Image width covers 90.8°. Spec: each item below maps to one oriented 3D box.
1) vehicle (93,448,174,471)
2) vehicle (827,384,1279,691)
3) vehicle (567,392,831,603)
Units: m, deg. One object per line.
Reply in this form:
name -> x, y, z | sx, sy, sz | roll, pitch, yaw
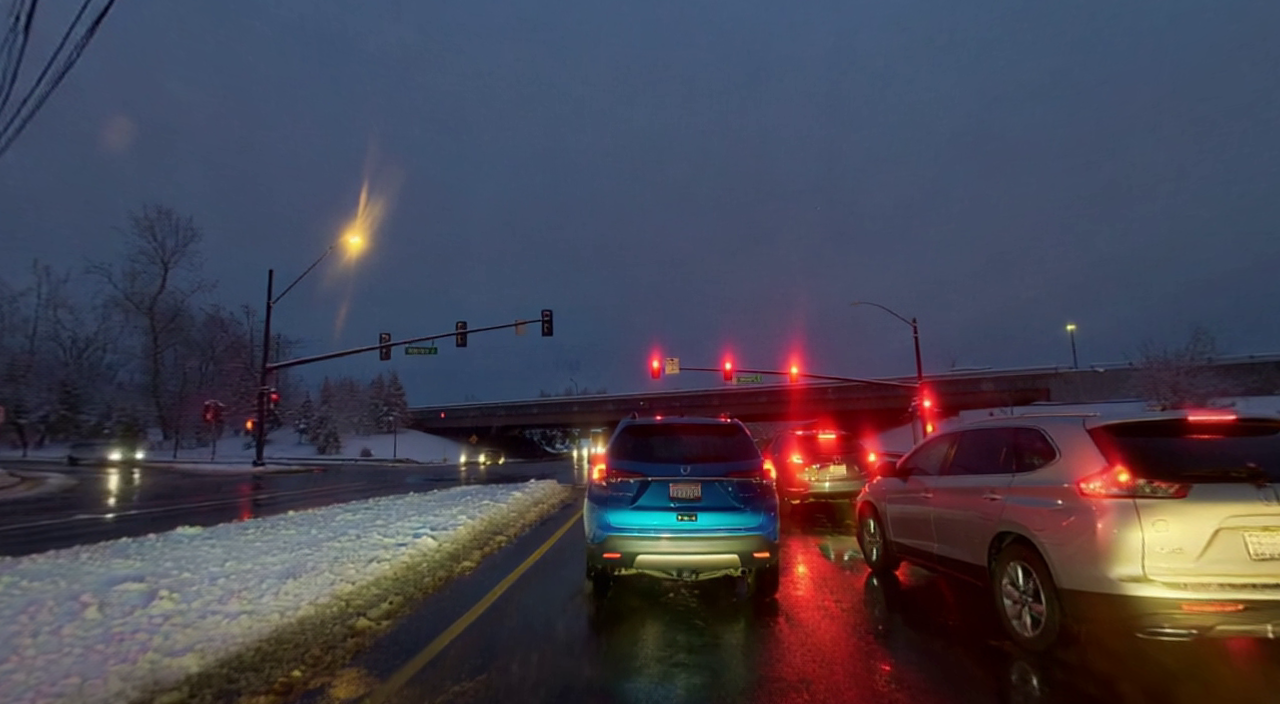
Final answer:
vehicle -> -33.690, 7.153, 42.033 | 4.647, 1.453, 1.881 | -3, -9, 18
vehicle -> 3.406, 1.339, 5.784 | 1.990, 1.649, 4.625 | 0, -8, 0
vehicle -> 0.451, 1.555, 7.618 | 2.240, 1.778, 4.335 | 0, -8, -1
